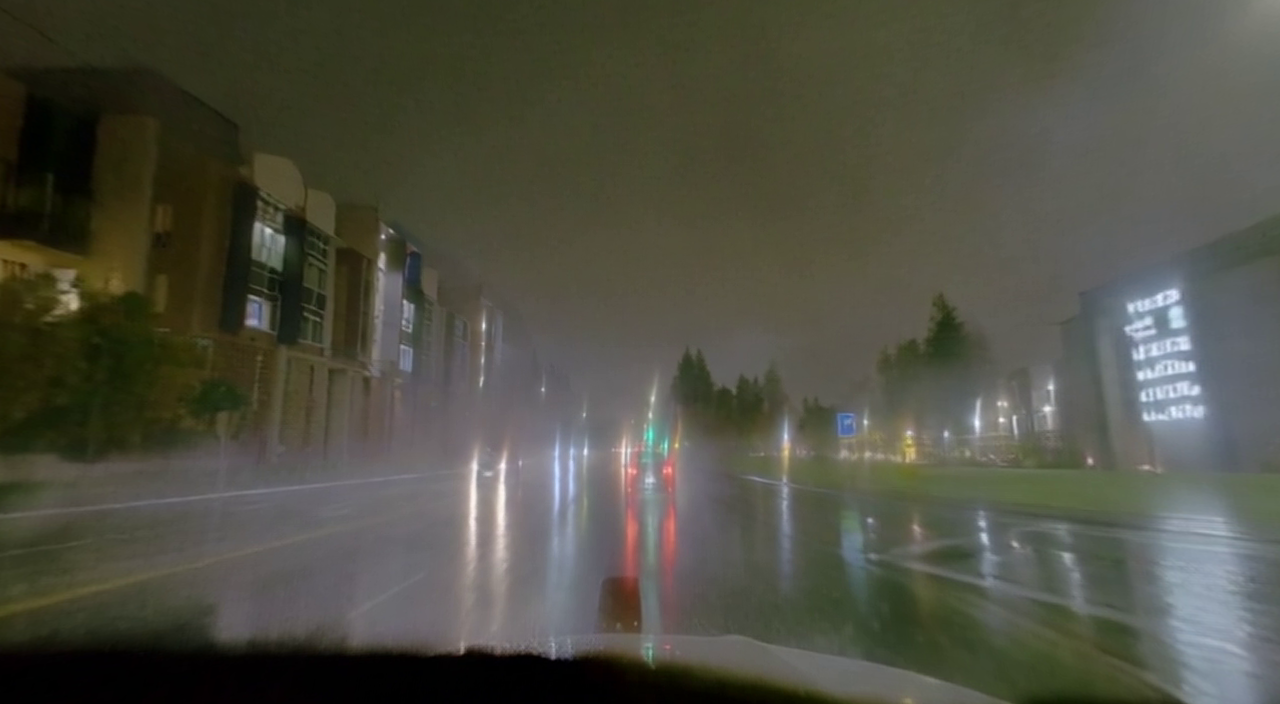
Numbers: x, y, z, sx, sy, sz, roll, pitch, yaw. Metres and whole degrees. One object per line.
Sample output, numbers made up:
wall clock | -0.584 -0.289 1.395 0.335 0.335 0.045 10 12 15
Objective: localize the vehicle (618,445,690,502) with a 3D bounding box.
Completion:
vehicle | 0.334 3.654 19.304 2.014 1.525 3.670 0 -8 -2

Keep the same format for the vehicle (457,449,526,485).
vehicle | -6.814 5.301 29.206 2.018 1.498 4.168 -1 -8 3
